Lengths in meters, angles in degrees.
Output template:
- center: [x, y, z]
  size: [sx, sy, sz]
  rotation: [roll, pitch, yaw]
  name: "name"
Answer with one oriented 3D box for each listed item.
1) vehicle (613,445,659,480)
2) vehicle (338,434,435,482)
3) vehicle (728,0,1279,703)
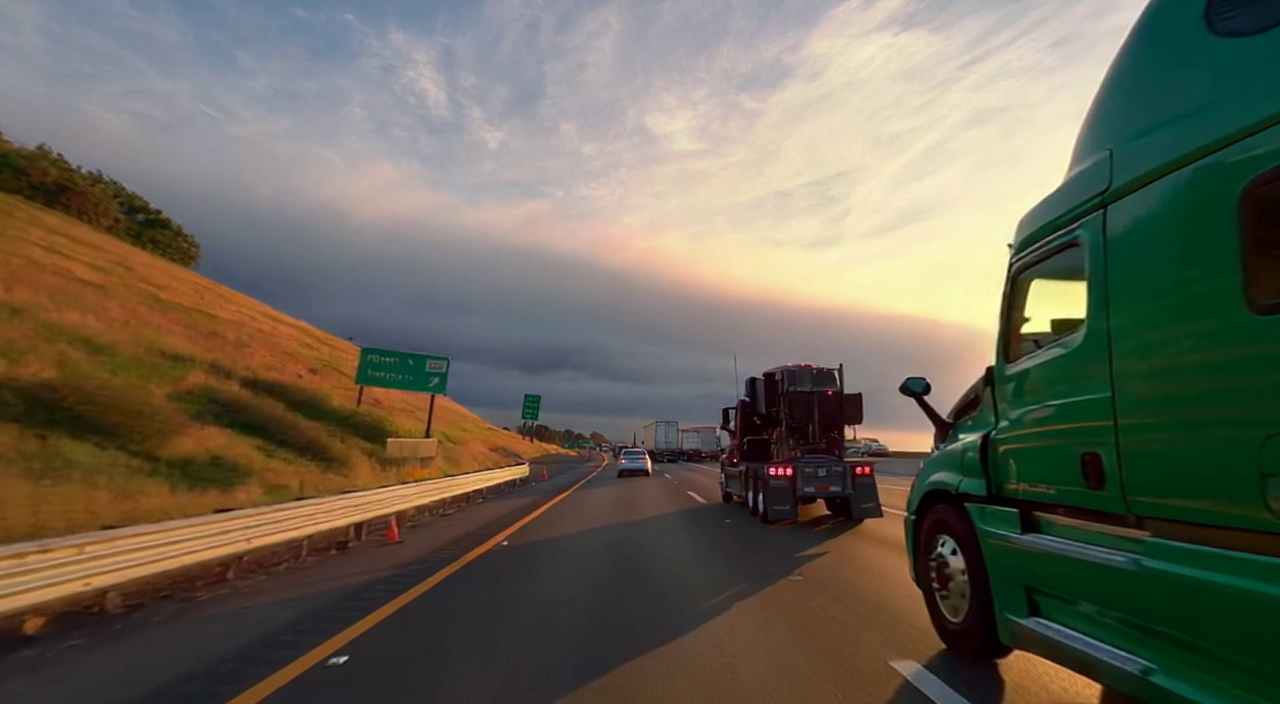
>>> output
- center: [-0.170, 4.901, 28.155]
  size: [1.927, 1.437, 3.794]
  rotation: [0, -9, 0]
  name: "vehicle"
- center: [-8.970, 3.784, 22.724]
  size: [1.806, 1.550, 4.127]
  rotation: [0, -9, -1]
  name: "vehicle"
- center: [3.584, 0.574, 8.188]
  size: [2.874, 4.065, 14.243]
  rotation: [0, -9, 0]
  name: "vehicle"
